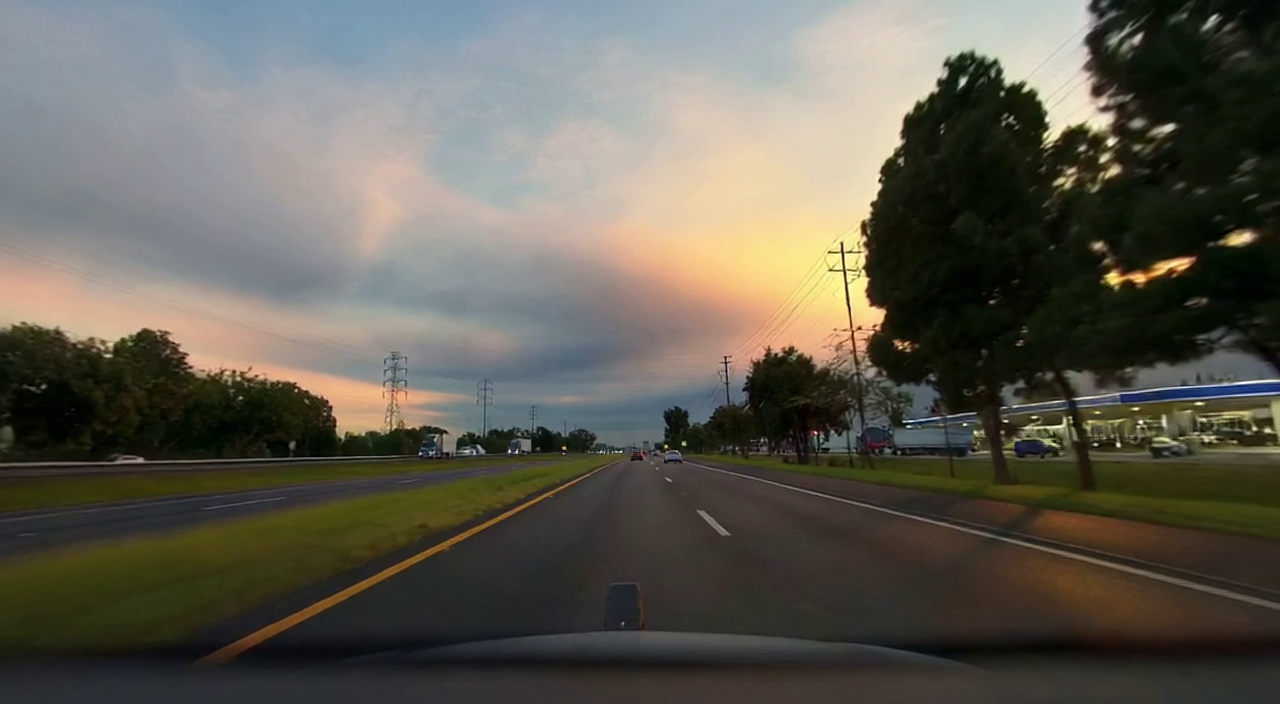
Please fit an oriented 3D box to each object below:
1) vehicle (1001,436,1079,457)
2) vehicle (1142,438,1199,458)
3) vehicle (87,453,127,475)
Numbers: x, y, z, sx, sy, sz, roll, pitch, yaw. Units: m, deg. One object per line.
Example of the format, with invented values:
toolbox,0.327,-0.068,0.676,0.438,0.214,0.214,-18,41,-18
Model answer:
vehicle,29.843,7.074,47.058,4.541,1.499,1.838,-8,-12,43
vehicle,40.590,7.323,48.172,4.671,1.458,1.880,6,-10,-33
vehicle,-39.085,8.178,46.175,4.106,1.445,1.802,-9,-11,44
